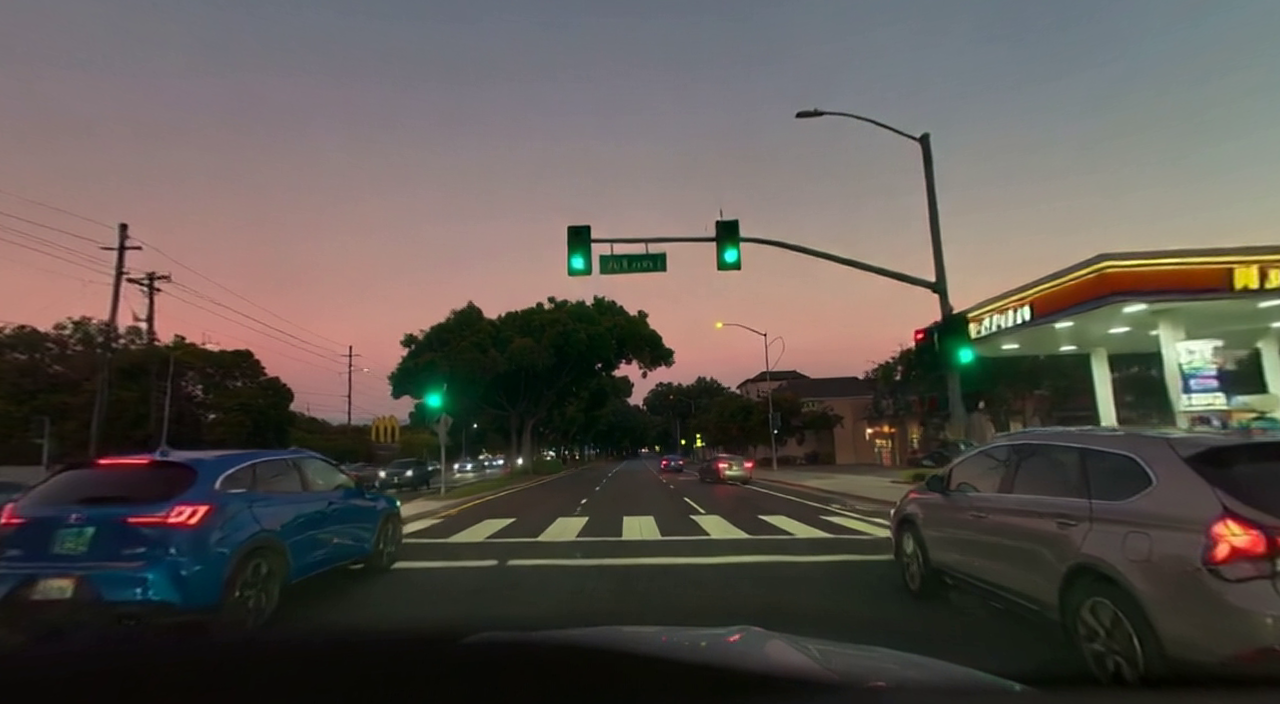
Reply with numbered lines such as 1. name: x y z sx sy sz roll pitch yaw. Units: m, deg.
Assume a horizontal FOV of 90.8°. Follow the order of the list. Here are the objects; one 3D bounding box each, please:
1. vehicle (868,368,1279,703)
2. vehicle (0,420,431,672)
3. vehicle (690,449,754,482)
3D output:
1. vehicle: 3.423 1.178 4.237 2.085 1.655 4.459 0 -9 0
2. vehicle: -3.721 1.580 6.219 1.935 1.617 4.045 0 -9 0
3. vehicle: 4.431 6.246 35.052 2.066 1.699 4.419 2 -9 -13
